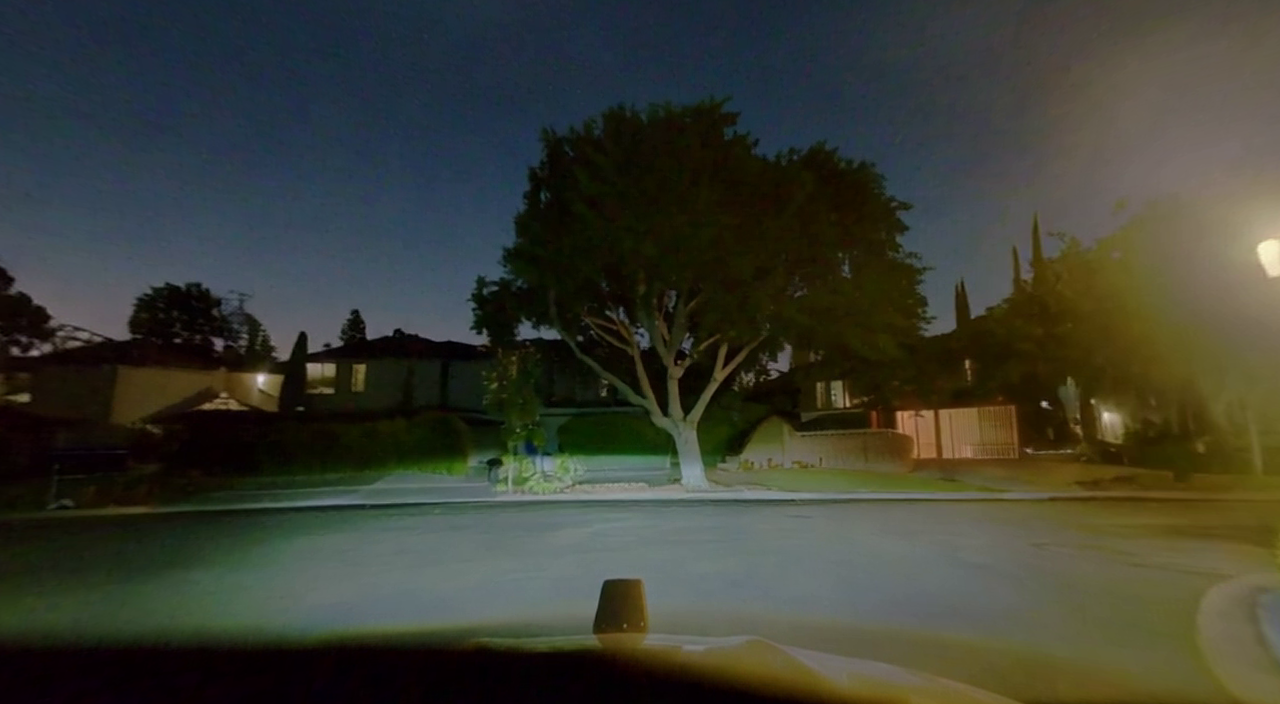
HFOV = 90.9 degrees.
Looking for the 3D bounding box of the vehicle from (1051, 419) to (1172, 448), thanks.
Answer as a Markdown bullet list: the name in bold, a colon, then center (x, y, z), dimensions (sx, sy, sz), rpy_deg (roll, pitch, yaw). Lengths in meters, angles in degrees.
- **vehicle**: center (25.635, 4.447, 34.363), dimensions (5.089, 1.517, 1.791), rpy_deg (0, -7, 1)
